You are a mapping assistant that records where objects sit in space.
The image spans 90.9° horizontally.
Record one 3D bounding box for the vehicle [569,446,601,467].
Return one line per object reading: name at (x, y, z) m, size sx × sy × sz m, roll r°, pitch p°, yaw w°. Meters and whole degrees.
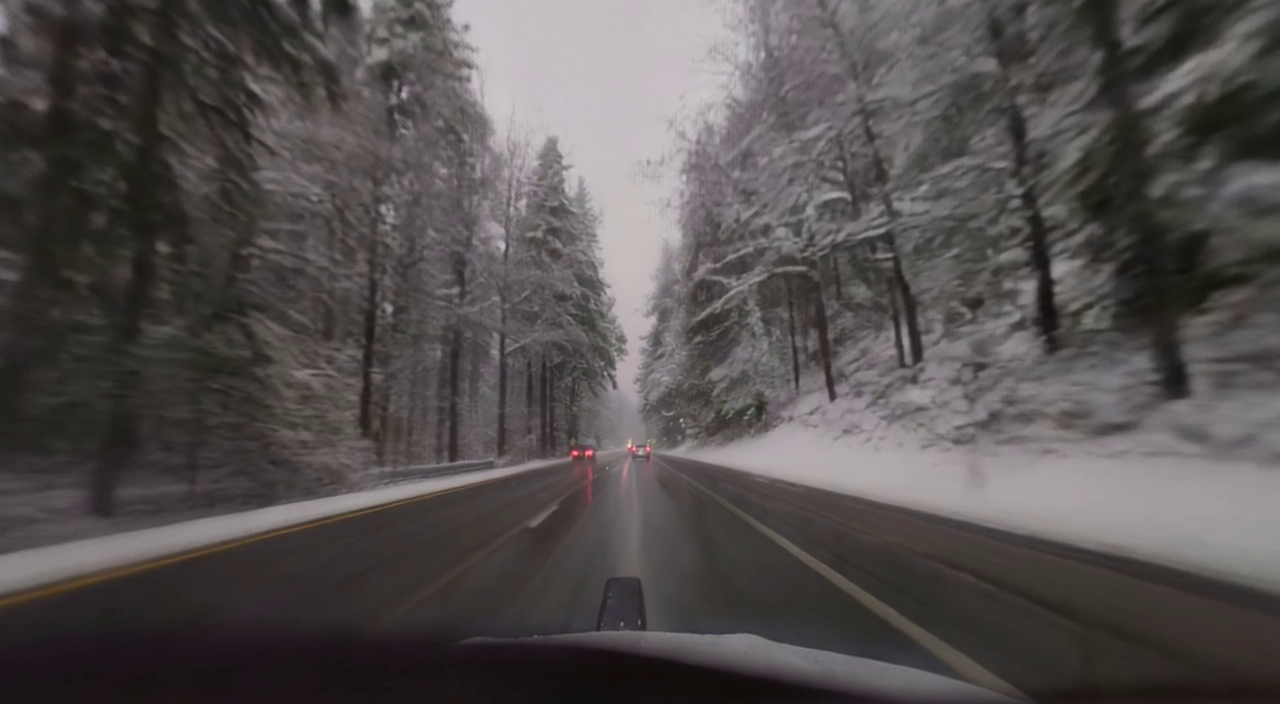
vehicle at (-4.177, 8.055, 48.571) m, size 2.112 × 1.498 × 4.117 m, roll 0°, pitch -9°, yaw 0°
